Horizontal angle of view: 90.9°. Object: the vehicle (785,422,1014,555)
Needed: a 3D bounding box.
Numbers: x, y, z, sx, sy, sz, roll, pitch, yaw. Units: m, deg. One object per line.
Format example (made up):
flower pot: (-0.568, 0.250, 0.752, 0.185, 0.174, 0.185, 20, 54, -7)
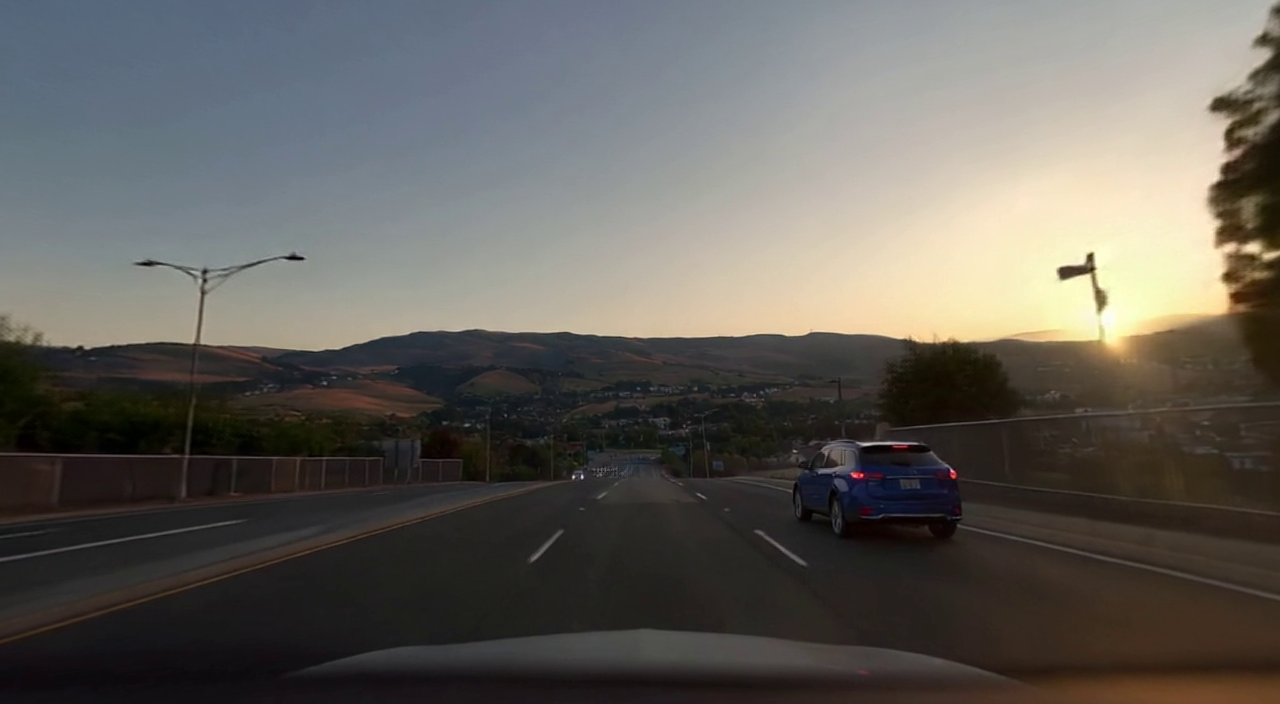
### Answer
vehicle: (3.905, 2.117, 10.487, 1.989, 1.730, 4.324, 0, -9, 1)
